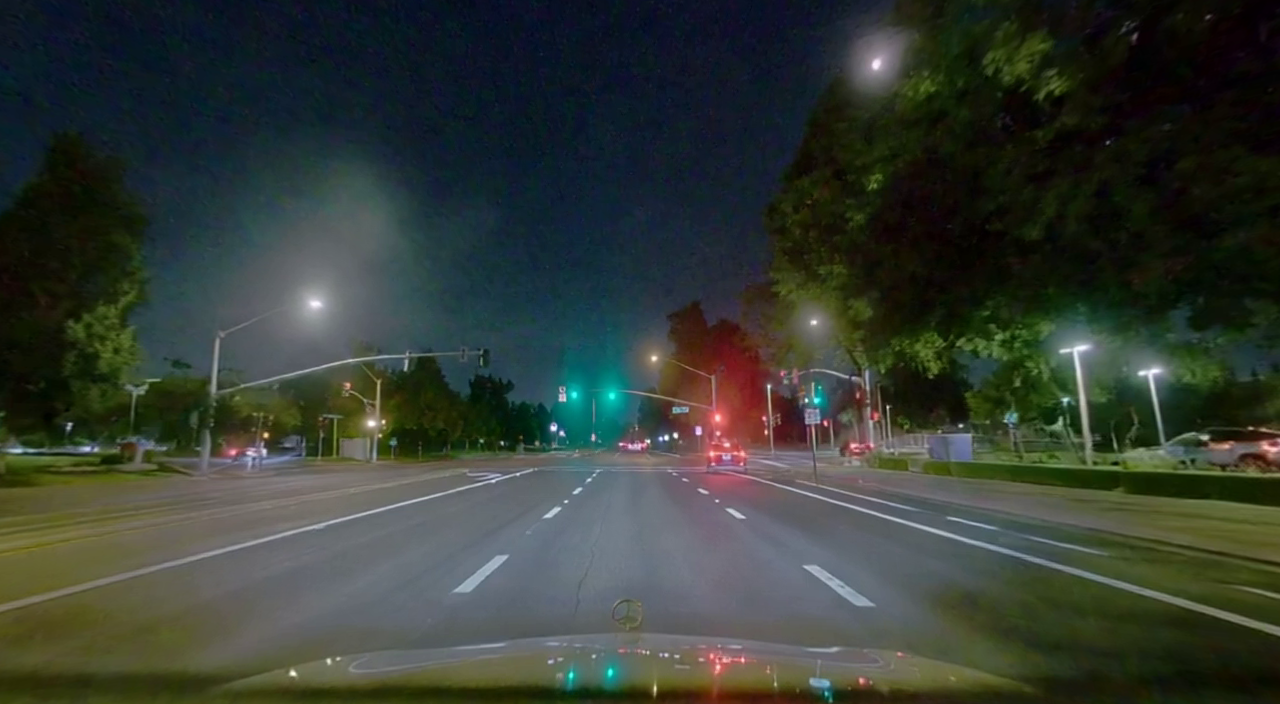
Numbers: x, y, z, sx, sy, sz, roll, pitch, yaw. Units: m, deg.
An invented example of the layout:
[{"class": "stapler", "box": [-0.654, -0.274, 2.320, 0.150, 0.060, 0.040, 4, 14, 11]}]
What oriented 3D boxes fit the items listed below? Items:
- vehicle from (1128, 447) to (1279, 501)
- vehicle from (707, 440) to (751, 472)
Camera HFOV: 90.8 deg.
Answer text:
[{"class": "vehicle", "box": [16.332, 3.411, 17.940, 3.631, 1.372, 1.825, -8, -12, 43]}, {"class": "vehicle", "box": [5.127, 5.952, 36.519, 2.289, 1.503, 4.595, 3, -7, 8]}]
